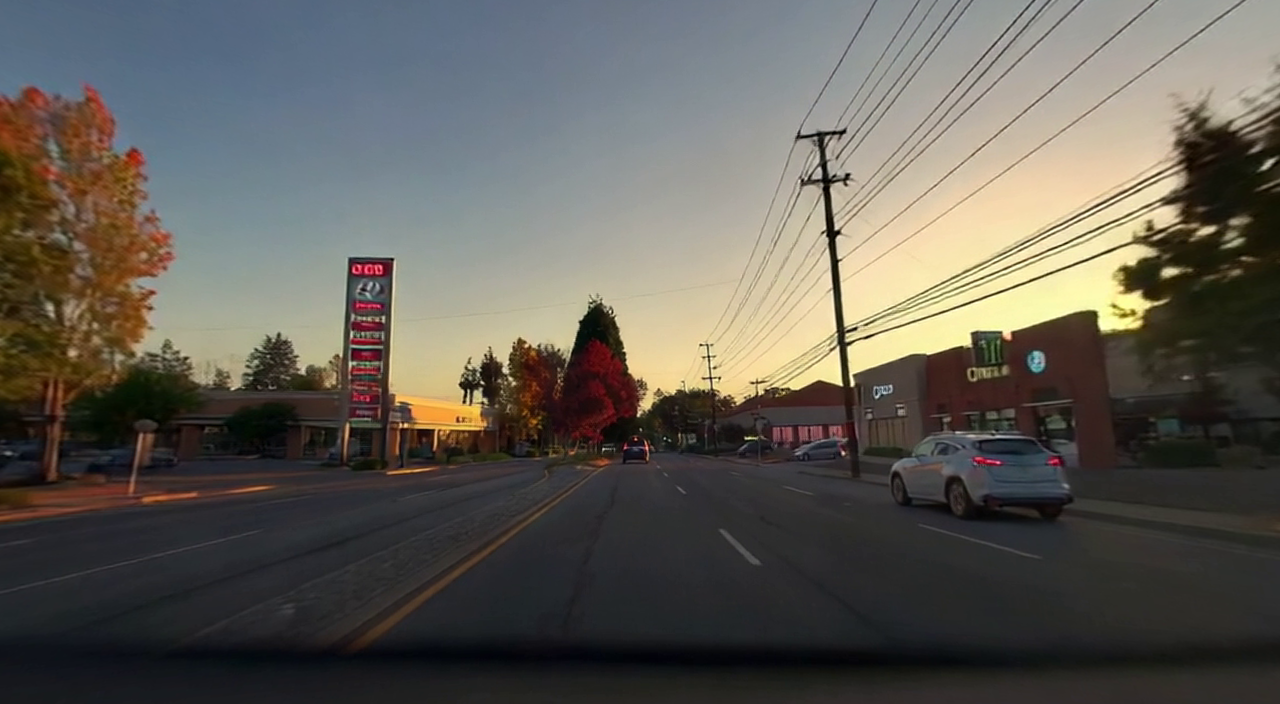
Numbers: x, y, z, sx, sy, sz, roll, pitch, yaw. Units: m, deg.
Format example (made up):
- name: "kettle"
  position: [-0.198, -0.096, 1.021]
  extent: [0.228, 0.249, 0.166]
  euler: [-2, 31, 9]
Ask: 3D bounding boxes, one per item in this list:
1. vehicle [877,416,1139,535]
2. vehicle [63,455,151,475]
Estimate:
- name: "vehicle"
  position: [6.230, 2.141, 11.513]
  extent: [1.995, 1.705, 4.434]
  euler: [0, -9, -1]
- name: "vehicle"
  position: [-40.775, 8.626, 48.448]
  extent: [4.692, 1.445, 1.922]
  euler: [1, -9, -10]
